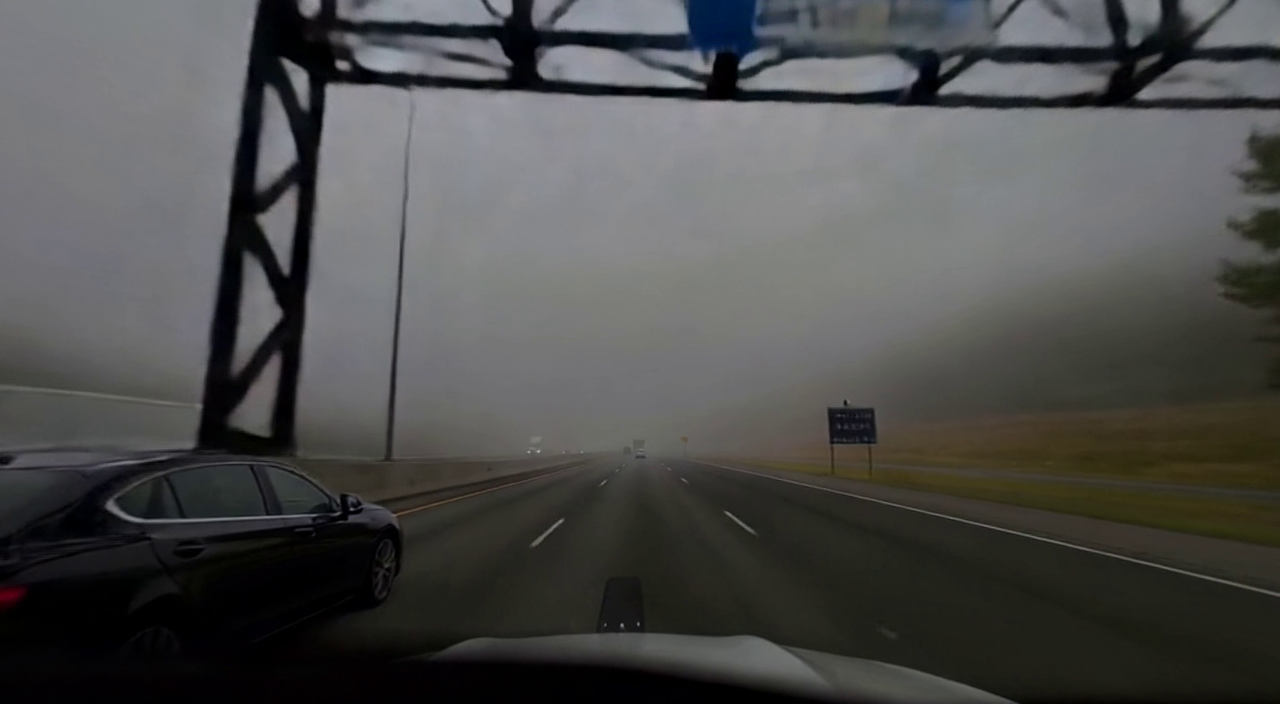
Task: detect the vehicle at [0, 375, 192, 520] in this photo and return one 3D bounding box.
[{"bbox_3d":[-18.758,2.900,19.082,2.915,3.862,10.009,0,-9,0],"label":"vehicle"}]

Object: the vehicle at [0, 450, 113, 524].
[{"bbox_3d":[-15.000,3.044,14.401,1.944,1.603,4.591,0,-9,0],"label":"vehicle"}]
